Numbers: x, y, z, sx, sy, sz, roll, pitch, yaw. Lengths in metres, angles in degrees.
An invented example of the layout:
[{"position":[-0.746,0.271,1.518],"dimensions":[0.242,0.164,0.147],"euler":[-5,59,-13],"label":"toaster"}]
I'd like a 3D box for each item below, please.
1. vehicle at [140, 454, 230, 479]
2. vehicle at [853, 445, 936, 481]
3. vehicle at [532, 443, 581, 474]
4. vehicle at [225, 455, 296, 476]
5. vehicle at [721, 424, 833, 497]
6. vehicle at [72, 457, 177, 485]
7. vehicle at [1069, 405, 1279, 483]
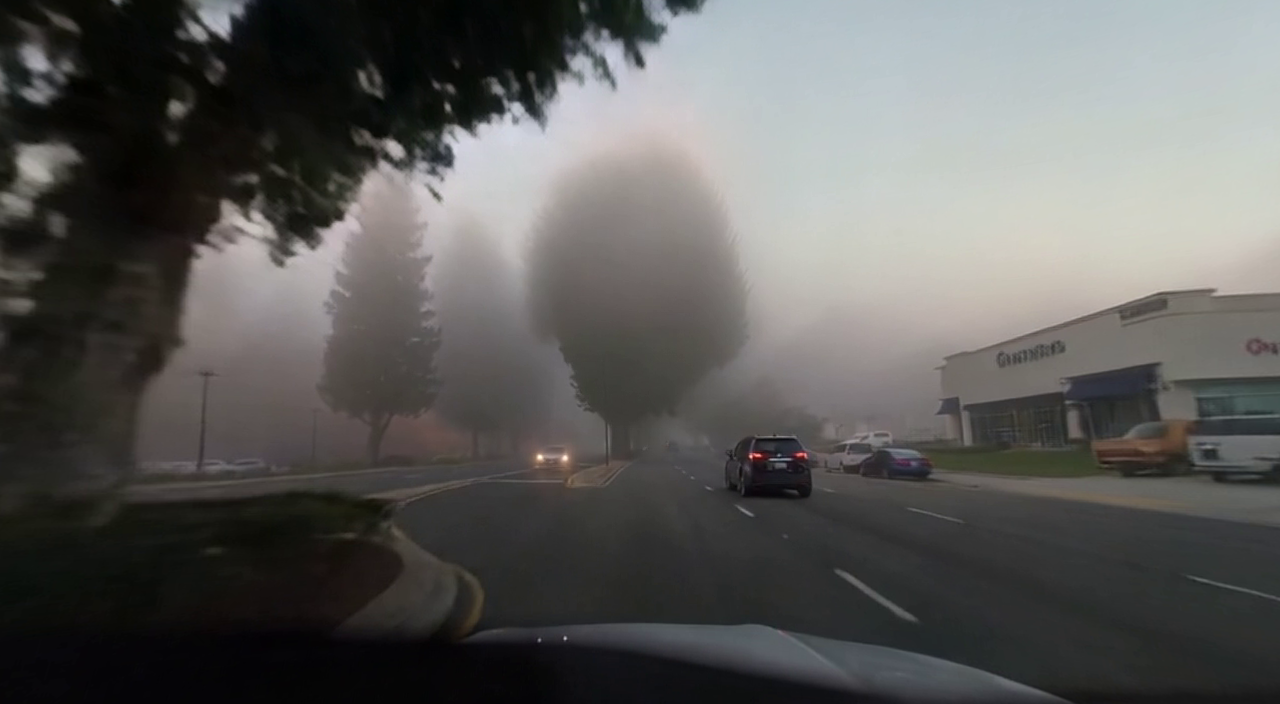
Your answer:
[{"position":[-29.739,7.470,41.271],"dimensions":[4.306,1.459,2.001],"euler":[-1,-8,0],"label":"vehicle"},{"position":[10.962,4.781,27.466],"dimensions":[1.847,1.445,4.281],"euler":[0,-8,0],"label":"vehicle"},{"position":[-4.254,5.480,32.796],"dimensions":[2.031,1.478,4.434],"euler":[0,-8,-1],"label":"vehicle"},{"position":[-29.607,8.849,49.253],"dimensions":[4.225,1.389,2.034],"euler":[-2,-7,2],"label":"vehicle"},{"position":[3.778,3.107,18.348],"dimensions":[2.183,1.845,4.482],"euler":[0,-8,-1],"label":"vehicle"},{"position":[-29.188,6.733,35.762],"dimensions":[4.246,1.457,1.889],"euler":[0,-8,1],"label":"vehicle"},{"position":[15.423,2.627,18.081],"dimensions":[2.139,1.881,5.511],"euler":[0,-8,-2],"label":"vehicle"}]
